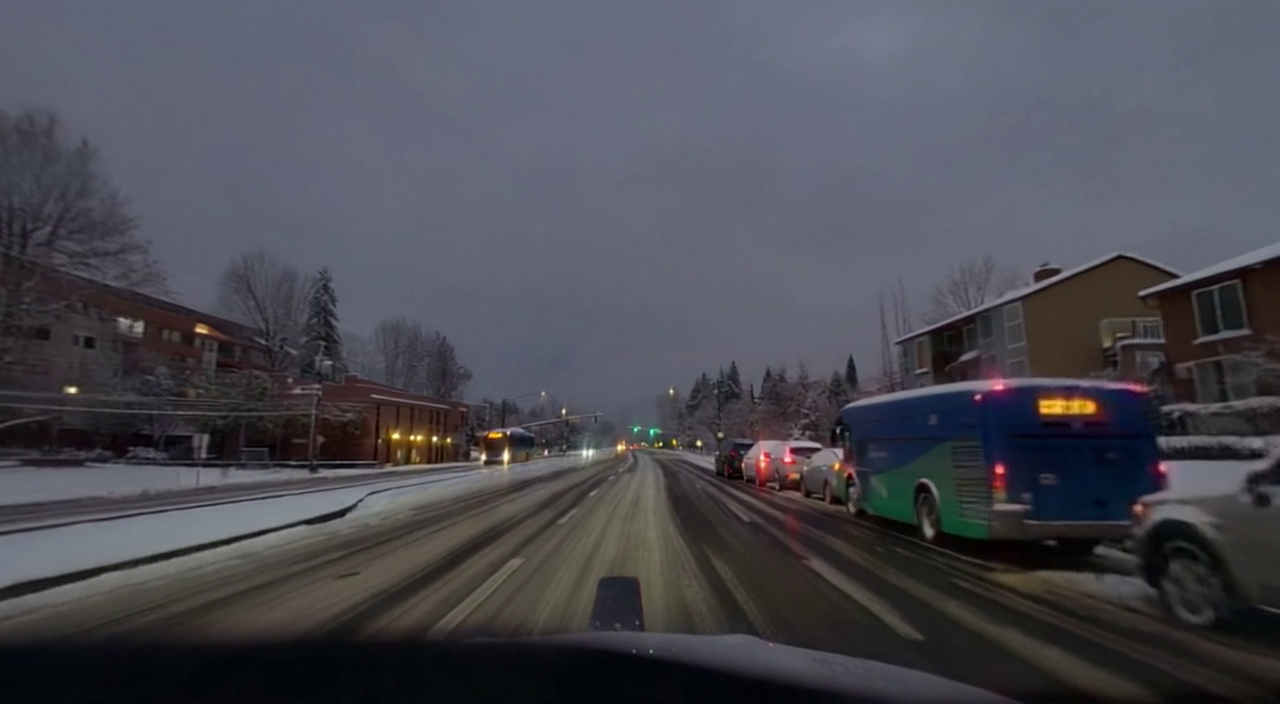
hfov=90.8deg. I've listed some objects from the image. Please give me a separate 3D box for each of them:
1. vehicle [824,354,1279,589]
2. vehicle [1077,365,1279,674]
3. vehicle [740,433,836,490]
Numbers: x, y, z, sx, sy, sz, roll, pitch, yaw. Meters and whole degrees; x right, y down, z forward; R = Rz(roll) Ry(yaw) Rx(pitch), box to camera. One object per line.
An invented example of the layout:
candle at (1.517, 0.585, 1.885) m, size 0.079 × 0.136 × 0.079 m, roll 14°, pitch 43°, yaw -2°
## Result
vehicle at (4.680, 1.536, 8.916) m, size 2.351 × 2.125 × 6.230 m, roll -1°, pitch -8°, yaw 1°
vehicle at (4.826, 0.850, 2.898) m, size 2.304 × 1.760 × 4.630 m, roll 0°, pitch -8°, yaw 0°
vehicle at (4.810, 3.626, 21.260) m, size 2.028 × 1.660 × 4.705 m, roll 0°, pitch -8°, yaw -1°
